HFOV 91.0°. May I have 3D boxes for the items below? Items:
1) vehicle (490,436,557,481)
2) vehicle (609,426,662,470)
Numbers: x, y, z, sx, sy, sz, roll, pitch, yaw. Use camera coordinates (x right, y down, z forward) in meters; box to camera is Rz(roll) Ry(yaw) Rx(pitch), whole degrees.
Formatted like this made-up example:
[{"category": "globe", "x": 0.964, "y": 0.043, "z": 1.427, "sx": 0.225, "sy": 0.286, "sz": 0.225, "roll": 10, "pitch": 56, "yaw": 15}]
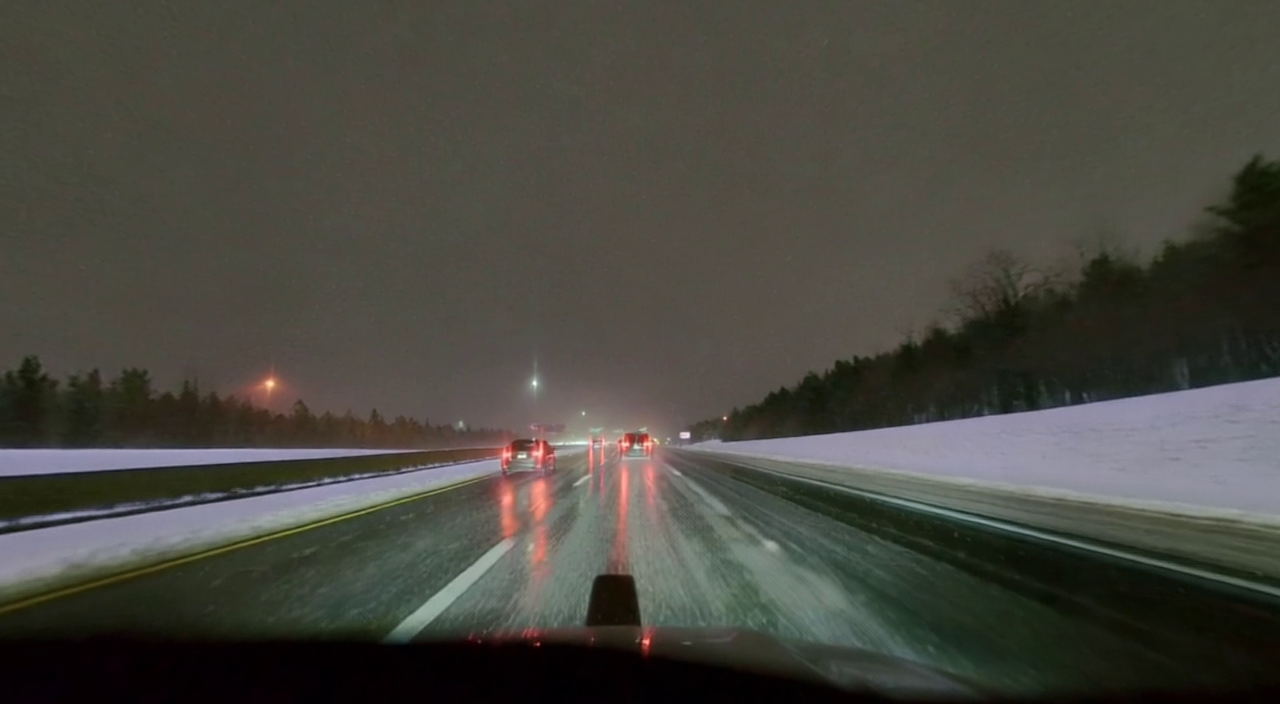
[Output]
[{"category": "vehicle", "x": -4.428, "y": 4.089, "z": 24.424, "sx": 1.945, "sy": 1.550, "sz": 3.780, "roll": -1, "pitch": -8, "yaw": -1}, {"category": "vehicle", "x": -0.268, "y": 4.684, "z": 30.820, "sx": 2.382, "sy": 1.973, "sz": 4.439, "roll": -1, "pitch": -8, "yaw": -2}]
